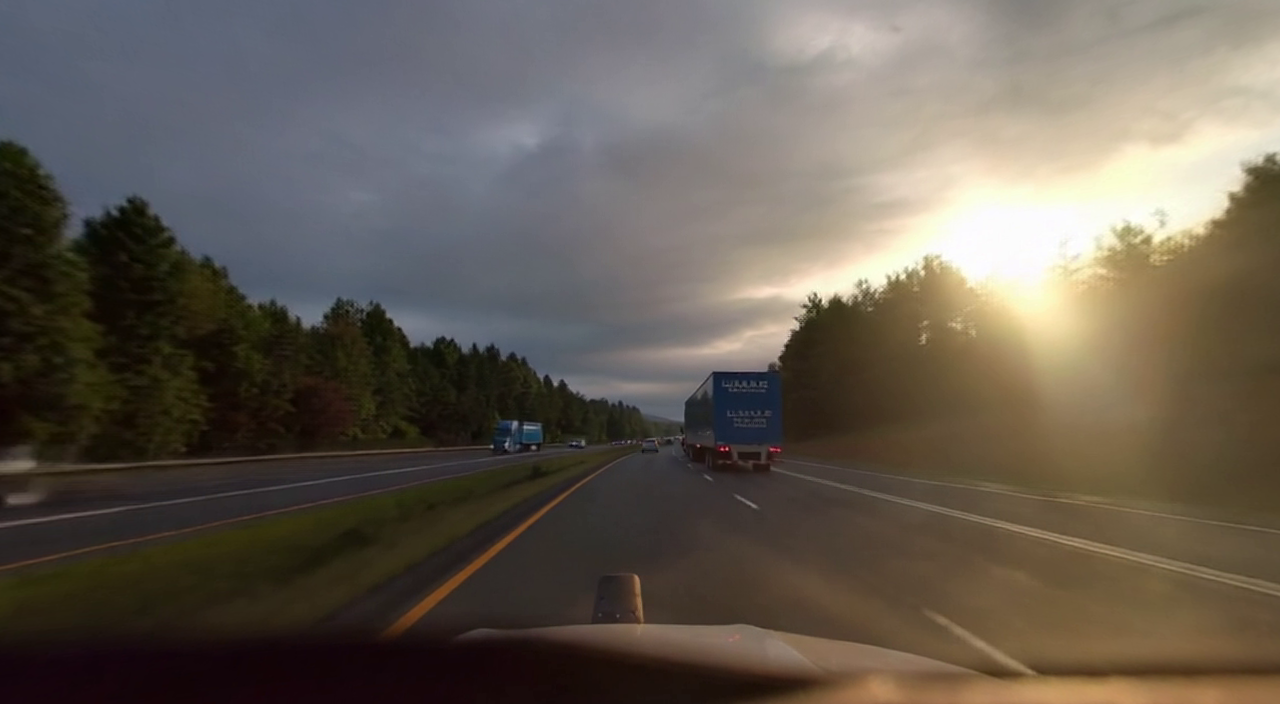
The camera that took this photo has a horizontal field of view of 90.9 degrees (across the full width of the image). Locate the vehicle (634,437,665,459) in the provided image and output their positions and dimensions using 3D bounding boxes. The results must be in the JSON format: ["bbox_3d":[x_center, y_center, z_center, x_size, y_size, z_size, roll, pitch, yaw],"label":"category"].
[{"bbox_3d":[0.713,7.079,46.650,2.209,1.499,4.144,0,-8,1],"label":"vehicle"}]

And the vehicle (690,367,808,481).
[{"bbox_3d":[4.410,3.455,29.381,3.171,4.072,13.784,0,-8,0],"label":"vehicle"}]
